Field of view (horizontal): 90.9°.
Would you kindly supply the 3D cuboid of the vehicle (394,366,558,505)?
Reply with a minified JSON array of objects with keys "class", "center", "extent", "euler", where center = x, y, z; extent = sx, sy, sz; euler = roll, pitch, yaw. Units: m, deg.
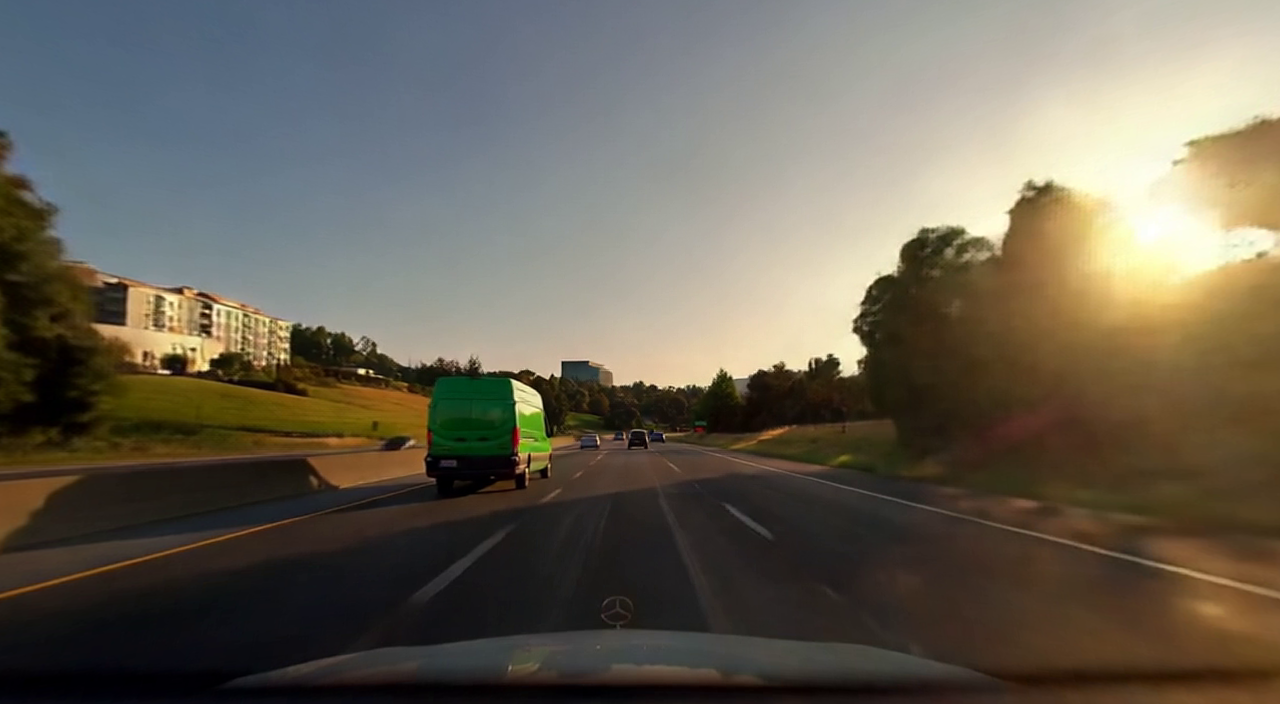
[{"class":"vehicle","center":[-3.429,1.947,14.721],"extent":[2.424,2.577,5.828],"euler":[0,-8,-2]}]

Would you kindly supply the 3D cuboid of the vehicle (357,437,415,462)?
[{"class":"vehicle","center":[-15.209,5.845,38.003],"extent":[1.815,1.449,4.139],"euler":[0,-8,-1]}]

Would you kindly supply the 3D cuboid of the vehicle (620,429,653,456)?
[{"class":"vehicle","center":[-0.260,5.972,41.654],"extent":[2.104,1.646,4.176],"euler":[0,-8,-1]}]
